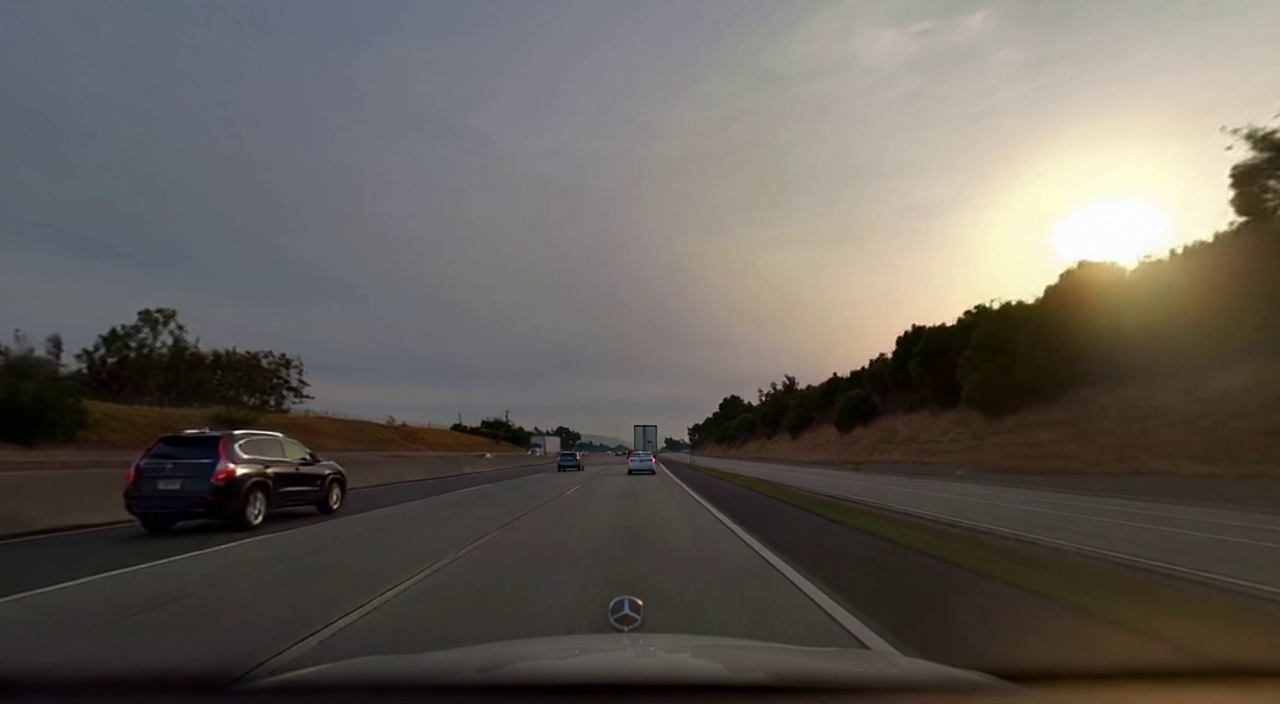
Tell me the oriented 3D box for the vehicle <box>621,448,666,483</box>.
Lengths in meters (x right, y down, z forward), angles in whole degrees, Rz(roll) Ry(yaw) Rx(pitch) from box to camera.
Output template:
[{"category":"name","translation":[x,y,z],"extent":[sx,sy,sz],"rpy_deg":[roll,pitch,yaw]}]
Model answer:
[{"category":"vehicle","translation":[0.121,5.252,29.371],"extent":[1.991,1.507,3.391],"rpy_deg":[0,-9,-1]}]

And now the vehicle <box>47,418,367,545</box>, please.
[{"category":"vehicle","translation":[-7.599,2.337,12.084],"extent":[2.316,1.875,5.337],"rpy_deg":[0,-9,0]}]

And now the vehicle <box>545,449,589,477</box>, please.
[{"category":"vehicle","translation":[-4.182,6.403,36.636],"extent":[2.018,1.504,4.431],"rpy_deg":[0,-9,0]}]
